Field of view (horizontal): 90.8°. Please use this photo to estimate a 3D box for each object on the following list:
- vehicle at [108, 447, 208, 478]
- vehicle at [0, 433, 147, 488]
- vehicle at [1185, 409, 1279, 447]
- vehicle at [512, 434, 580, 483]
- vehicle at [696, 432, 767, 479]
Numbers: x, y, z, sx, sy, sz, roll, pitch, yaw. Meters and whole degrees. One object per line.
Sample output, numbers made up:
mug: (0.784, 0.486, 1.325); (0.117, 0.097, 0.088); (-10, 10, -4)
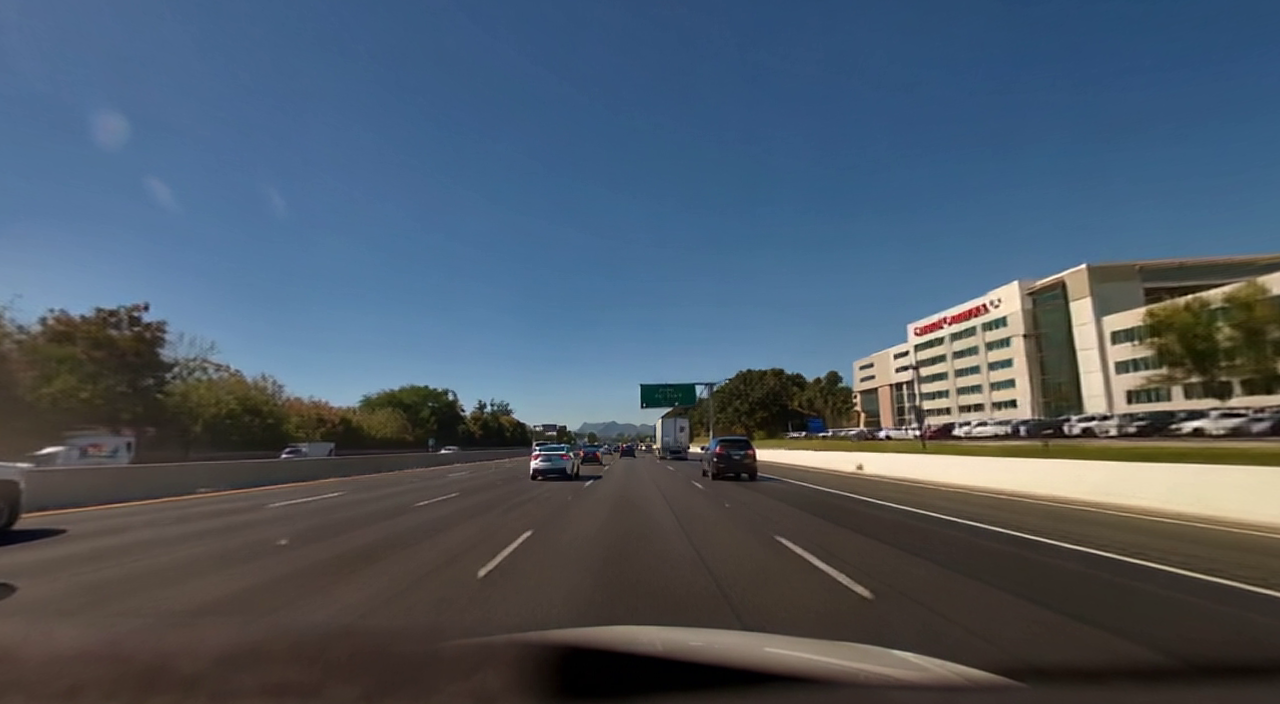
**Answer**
vehicle: (-25.308, 5.781, 33.408); (1.793, 1.503, 4.509); (0, -8, -1)
vehicle: (-18.571, 3.452, 20.421); (1.854, 1.562, 4.280); (0, -8, -1)
vehicle: (30.142, 3.751, 31.080); (4.515, 1.764, 2.275); (0, -8, -2)
vehicle: (-3.613, 4.204, 25.171); (1.987, 1.765, 4.508); (0, -8, 0)
vehicle: (3.766, 4.356, 26.817); (2.198, 1.807, 4.530); (0, -8, -2)
